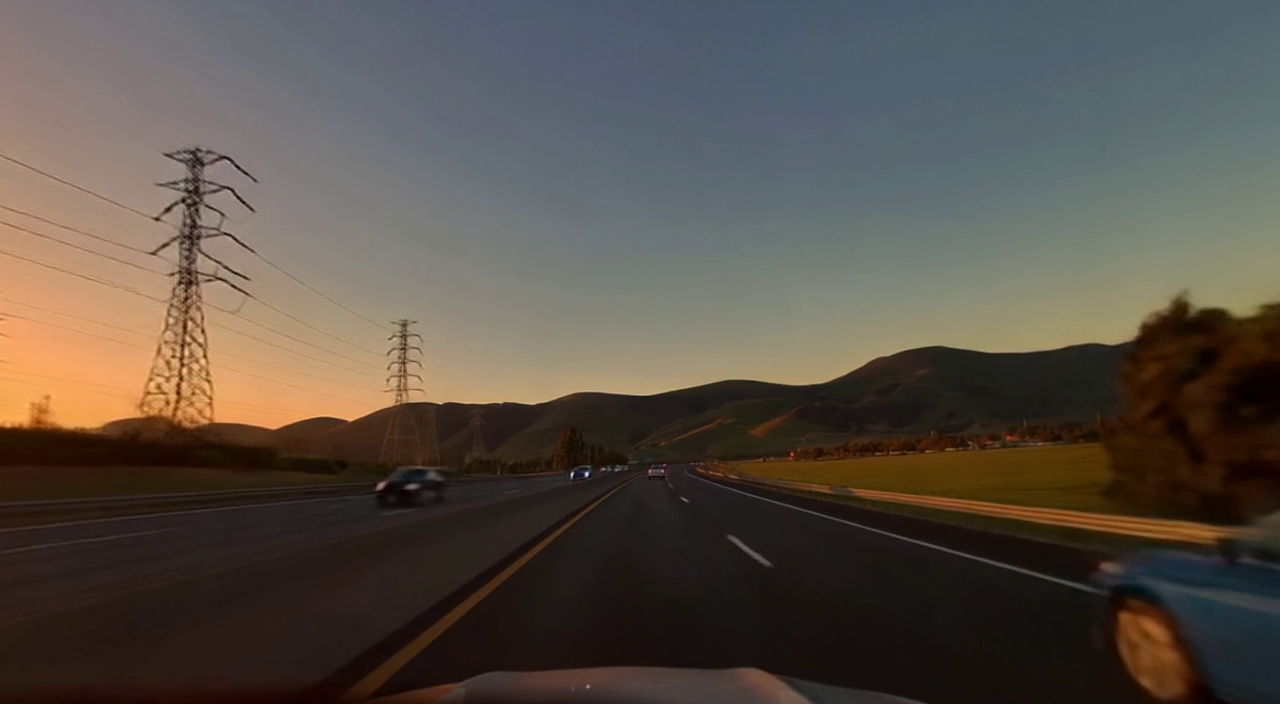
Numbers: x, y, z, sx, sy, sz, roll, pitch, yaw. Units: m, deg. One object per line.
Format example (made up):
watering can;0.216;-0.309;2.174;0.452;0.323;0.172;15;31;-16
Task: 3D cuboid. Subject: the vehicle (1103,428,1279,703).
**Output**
vehicle;3.552;0.894;1.427;1.985;1.521;3.904;1;-10;0

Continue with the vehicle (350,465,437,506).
vehicle;-11.058;6.022;28.572;2.023;1.654;4.480;1;-10;2
